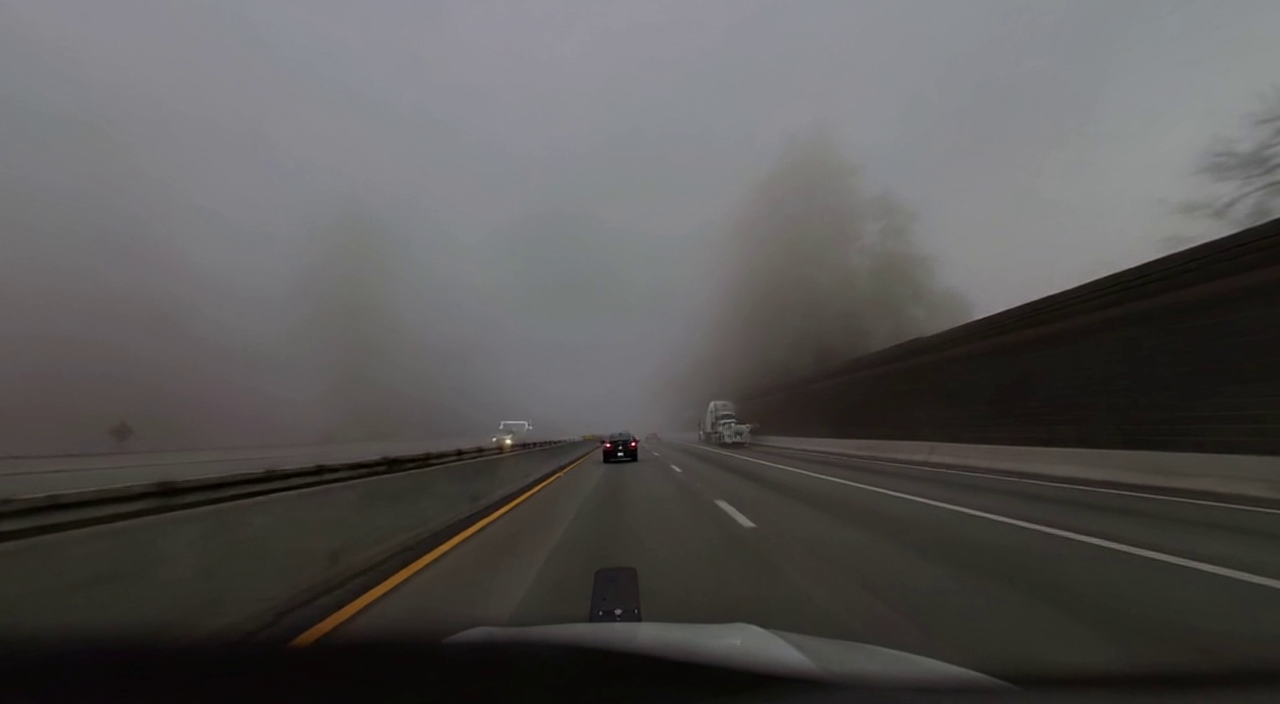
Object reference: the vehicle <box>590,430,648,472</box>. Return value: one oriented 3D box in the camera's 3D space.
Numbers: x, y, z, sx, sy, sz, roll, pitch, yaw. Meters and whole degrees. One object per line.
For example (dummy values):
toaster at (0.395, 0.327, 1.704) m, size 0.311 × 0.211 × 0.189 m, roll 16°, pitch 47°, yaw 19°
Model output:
vehicle at (-0.817, 3.854, 24.762) m, size 2.119 × 1.480 × 4.000 m, roll 0°, pitch -8°, yaw -2°
